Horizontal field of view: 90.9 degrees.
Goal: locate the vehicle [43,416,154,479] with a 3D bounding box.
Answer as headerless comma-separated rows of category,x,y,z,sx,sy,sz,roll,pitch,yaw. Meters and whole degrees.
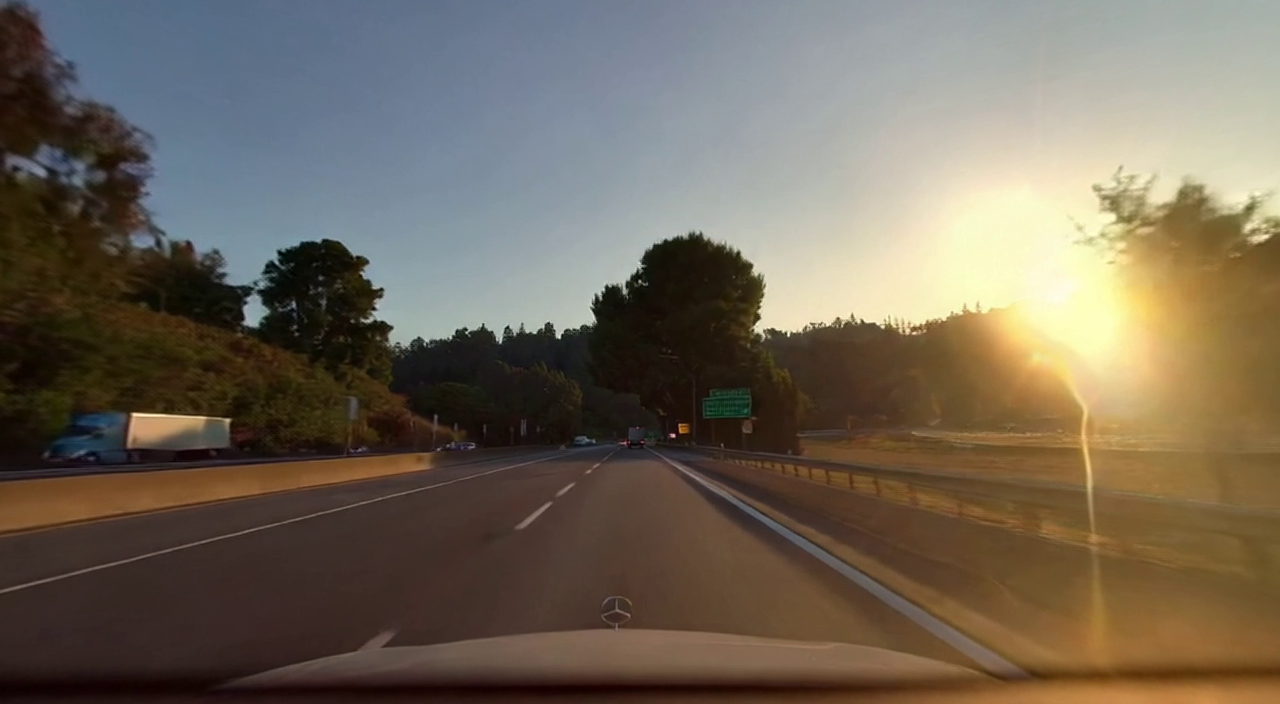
vehicle,-37.973,6.671,44.564,2.907,4.047,5.959,1,-8,-8
